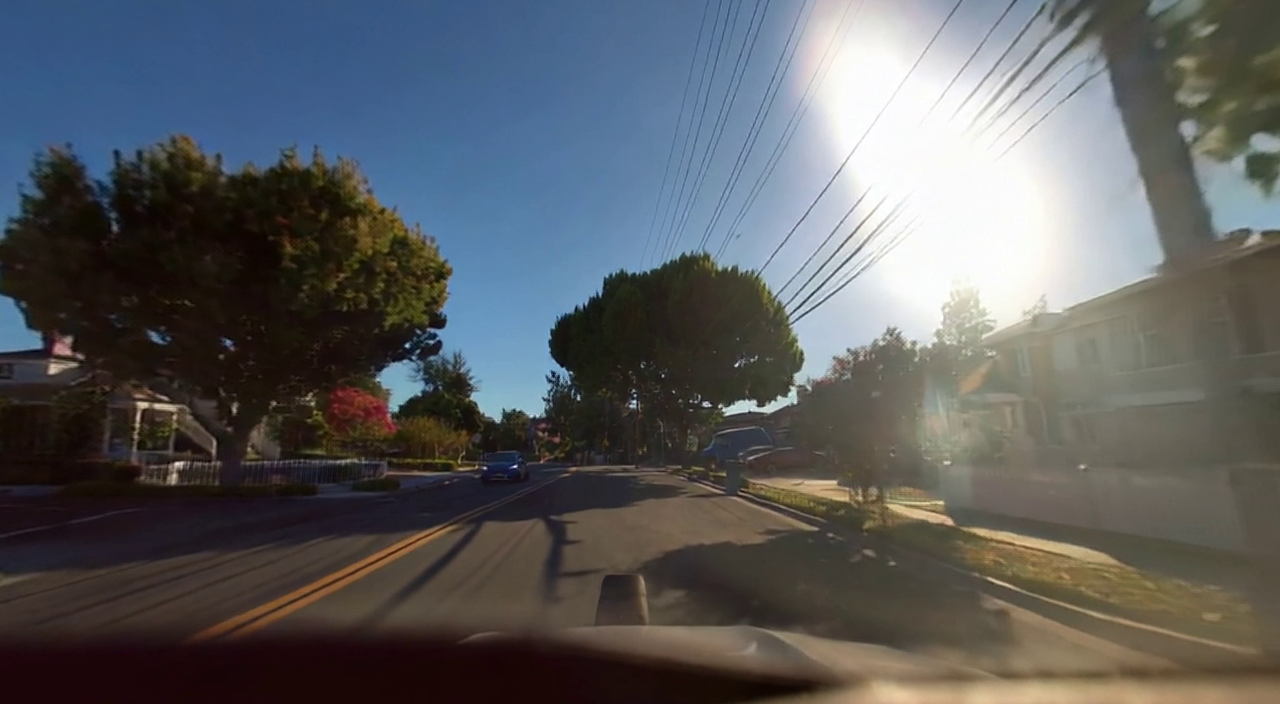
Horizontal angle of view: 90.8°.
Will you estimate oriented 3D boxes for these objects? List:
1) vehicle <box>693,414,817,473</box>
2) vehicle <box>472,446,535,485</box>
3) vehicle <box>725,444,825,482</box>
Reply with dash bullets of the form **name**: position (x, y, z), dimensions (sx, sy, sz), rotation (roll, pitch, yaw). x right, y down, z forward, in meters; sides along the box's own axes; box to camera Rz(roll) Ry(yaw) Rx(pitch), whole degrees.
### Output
- **vehicle**: position (7.261, 5.902, 40.477), dimensions (7.115, 3.010, 2.378), rotation (-4, -11, -9)
- **vehicle**: position (-5.636, 4.710, 26.597), dimensions (1.892, 1.501, 4.335), rotation (0, -8, -3)
- **vehicle**: position (6.609, 5.456, 31.287), dimensions (4.412, 1.565, 1.957), rotation (-3, -9, -2)
